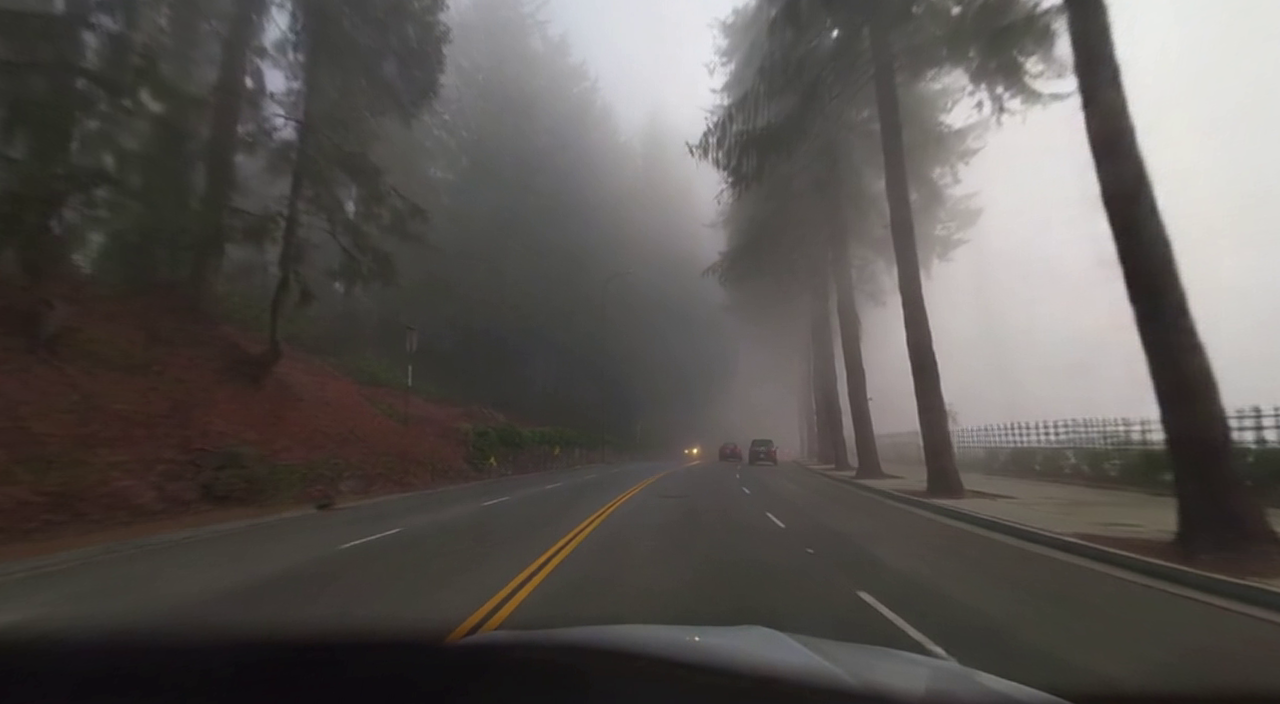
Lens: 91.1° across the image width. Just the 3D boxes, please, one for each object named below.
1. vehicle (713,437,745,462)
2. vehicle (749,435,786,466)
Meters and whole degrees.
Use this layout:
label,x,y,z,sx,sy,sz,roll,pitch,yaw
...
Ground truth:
label,x,y,z,sx,sy,sz,roll,pitch,yaw
vehicle,6.980,7.557,48.906,2.158,1.852,4.485,-2,-8,12
vehicle,7.905,6.126,39.175,2.069,1.791,4.422,-1,-8,10
